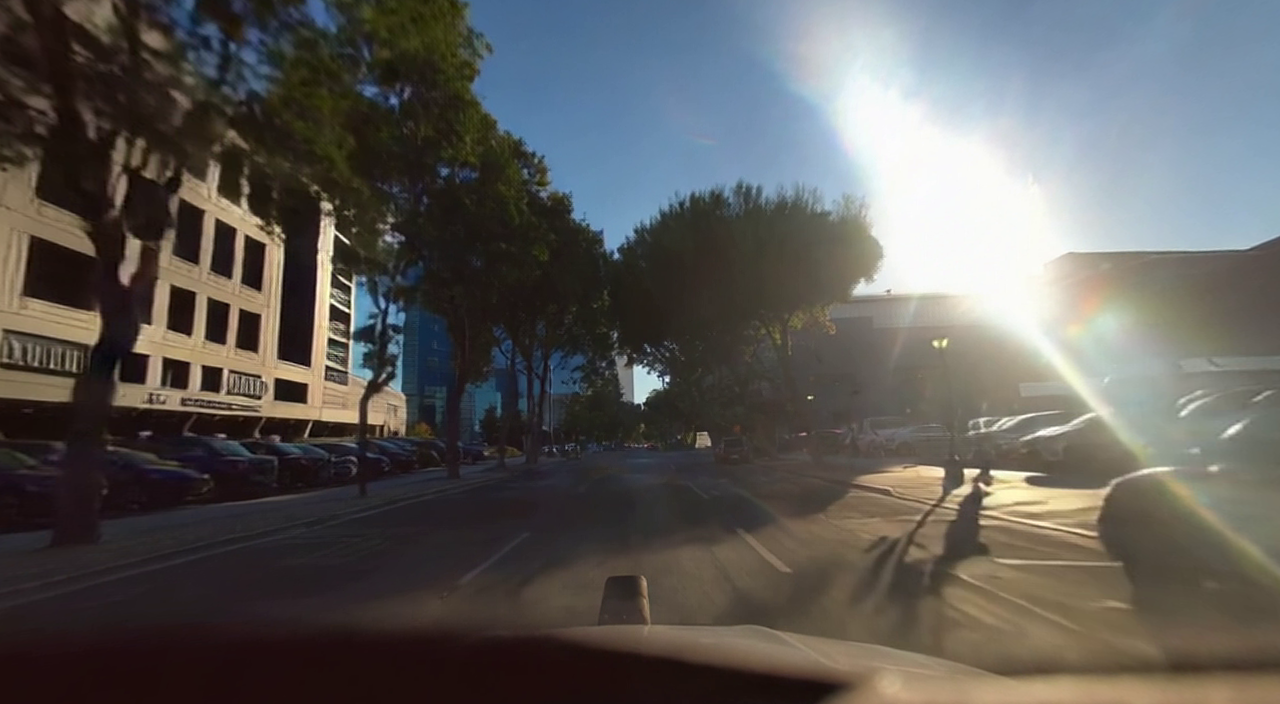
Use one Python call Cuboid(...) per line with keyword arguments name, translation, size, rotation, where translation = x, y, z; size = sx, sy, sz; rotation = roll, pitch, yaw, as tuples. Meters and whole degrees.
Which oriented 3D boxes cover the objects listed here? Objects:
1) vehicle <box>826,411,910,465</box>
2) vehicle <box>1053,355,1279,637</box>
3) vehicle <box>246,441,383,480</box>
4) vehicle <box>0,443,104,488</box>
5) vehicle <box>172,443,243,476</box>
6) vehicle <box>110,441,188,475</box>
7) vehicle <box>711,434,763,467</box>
Cuboid(name="vehicle", translation=(13.193, 5.089, 36.965), size=(2.935, 2.889, 5.499), rotation=(-1, -9, 2))
Cuboid(name="vehicle", translation=(5.958, 0.957, 3.968), size=(2.356, 2.076, 6.287), rotation=(0, -9, -1))
Cuboid(name="vehicle", translation=(-14.609, 4.905, 28.572), size=(4.954, 1.614, 2.227), rotation=(0, -9, -4))
Cuboid(name="vehicle", translation=(-24.659, 4.472, 24.985), size=(2.032, 1.686, 4.652), rotation=(-3, -9, 19))
Cuboid(name="vehicle", translation=(-24.631, 6.092, 36.081), size=(2.026, 1.723, 4.633), rotation=(4, -9, -18))
Cuboid(name="vehicle", translation=(-27.408, 5.891, 35.364), size=(2.026, 1.723, 4.322), rotation=(3, -8, -19))
Cuboid(name="vehicle", translation=(6.041, 6.227, 39.897), size=(2.338, 1.942, 5.267), rotation=(0, -9, -1))
